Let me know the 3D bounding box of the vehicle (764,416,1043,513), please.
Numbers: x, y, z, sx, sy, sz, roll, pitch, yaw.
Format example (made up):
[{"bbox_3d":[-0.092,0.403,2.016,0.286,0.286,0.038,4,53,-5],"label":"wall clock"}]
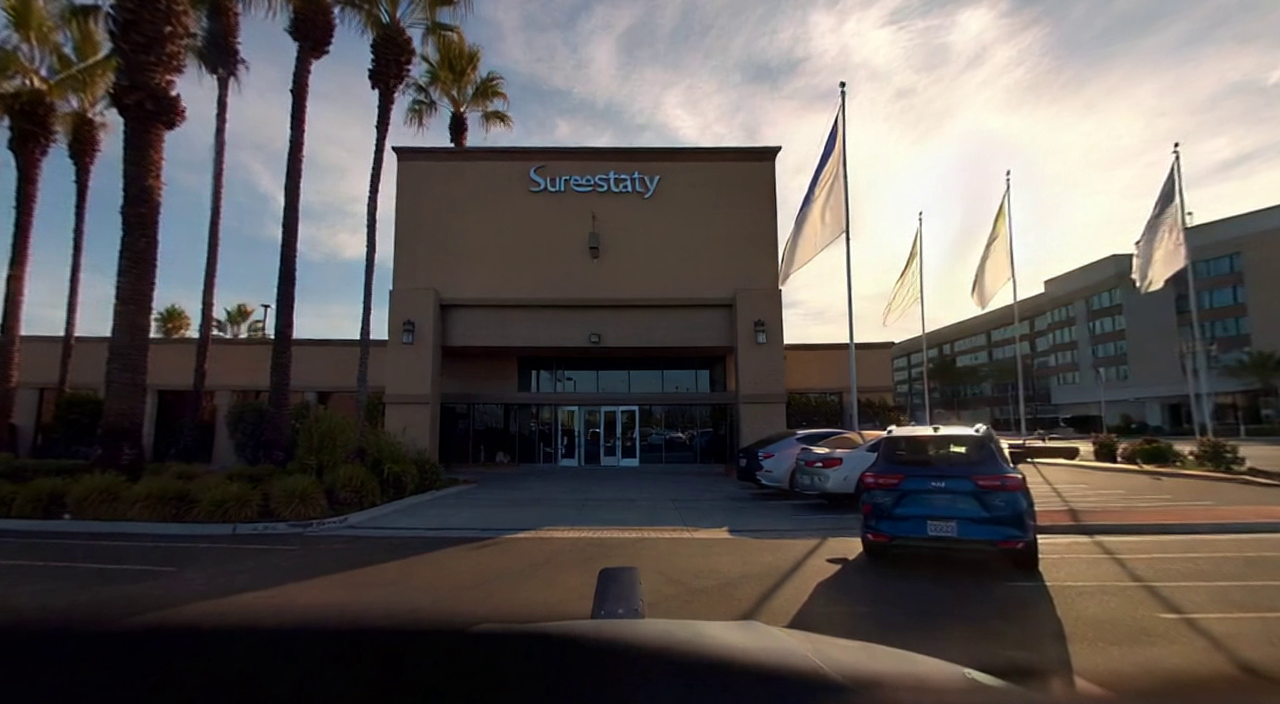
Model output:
[{"bbox_3d":[4.911,2.163,12.319,4.567,1.723,1.926,0,-8,0],"label":"vehicle"}]

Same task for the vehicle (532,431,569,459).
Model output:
[{"bbox_3d":[-6.471,6.816,46.028,1.943,1.890,4.472,1,-9,1],"label":"vehicle"}]
